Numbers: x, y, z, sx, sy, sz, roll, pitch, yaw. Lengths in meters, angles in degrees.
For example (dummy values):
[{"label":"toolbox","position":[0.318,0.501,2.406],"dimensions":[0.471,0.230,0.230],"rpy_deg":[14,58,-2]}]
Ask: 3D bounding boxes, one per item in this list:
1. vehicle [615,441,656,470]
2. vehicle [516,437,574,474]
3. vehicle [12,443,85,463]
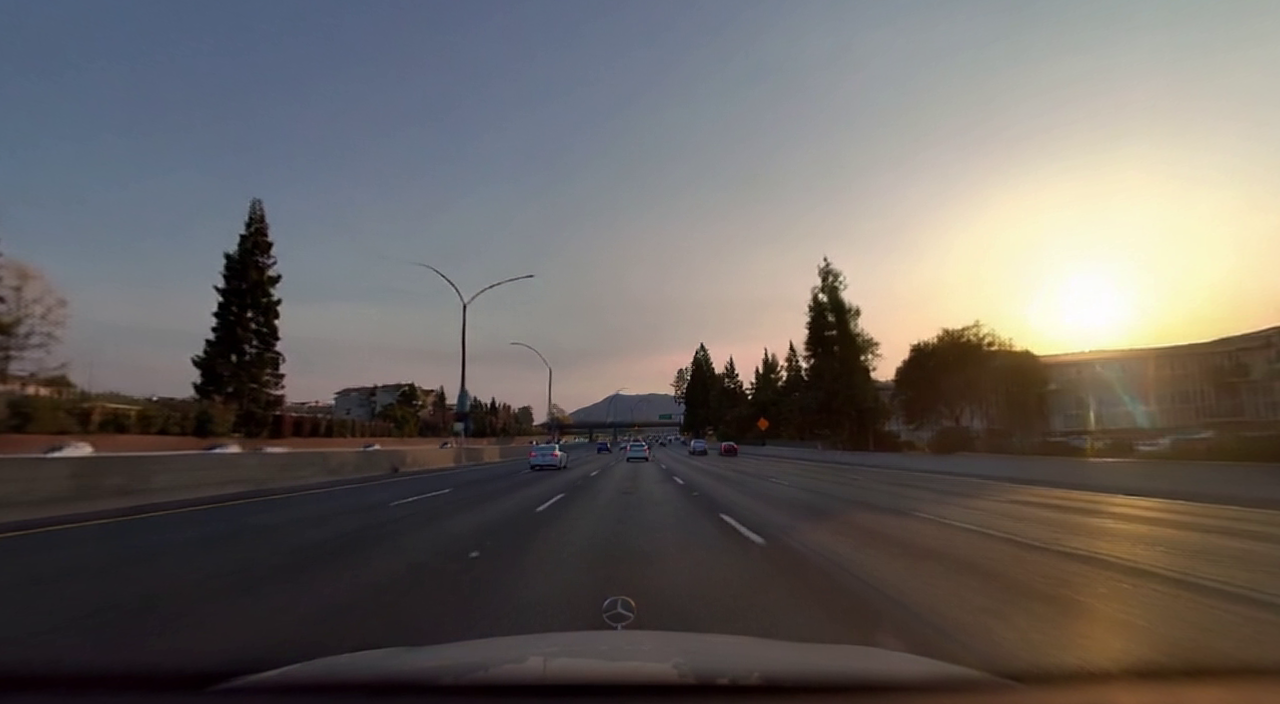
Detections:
[{"label":"vehicle","position":[-0.279,5.775,35.442],"dimensions":[2.146,1.485,4.332],"rpy_deg":[0,-9,-1]},{"label":"vehicle","position":[-4.732,5.205,32.081],"dimensions":[2.260,1.706,4.177],"rpy_deg":[-1,-9,0]},{"label":"vehicle","position":[-44.446,7.604,47.641],"dimensions":[1.822,1.427,3.821],"rpy_deg":[0,-9,-2]}]
